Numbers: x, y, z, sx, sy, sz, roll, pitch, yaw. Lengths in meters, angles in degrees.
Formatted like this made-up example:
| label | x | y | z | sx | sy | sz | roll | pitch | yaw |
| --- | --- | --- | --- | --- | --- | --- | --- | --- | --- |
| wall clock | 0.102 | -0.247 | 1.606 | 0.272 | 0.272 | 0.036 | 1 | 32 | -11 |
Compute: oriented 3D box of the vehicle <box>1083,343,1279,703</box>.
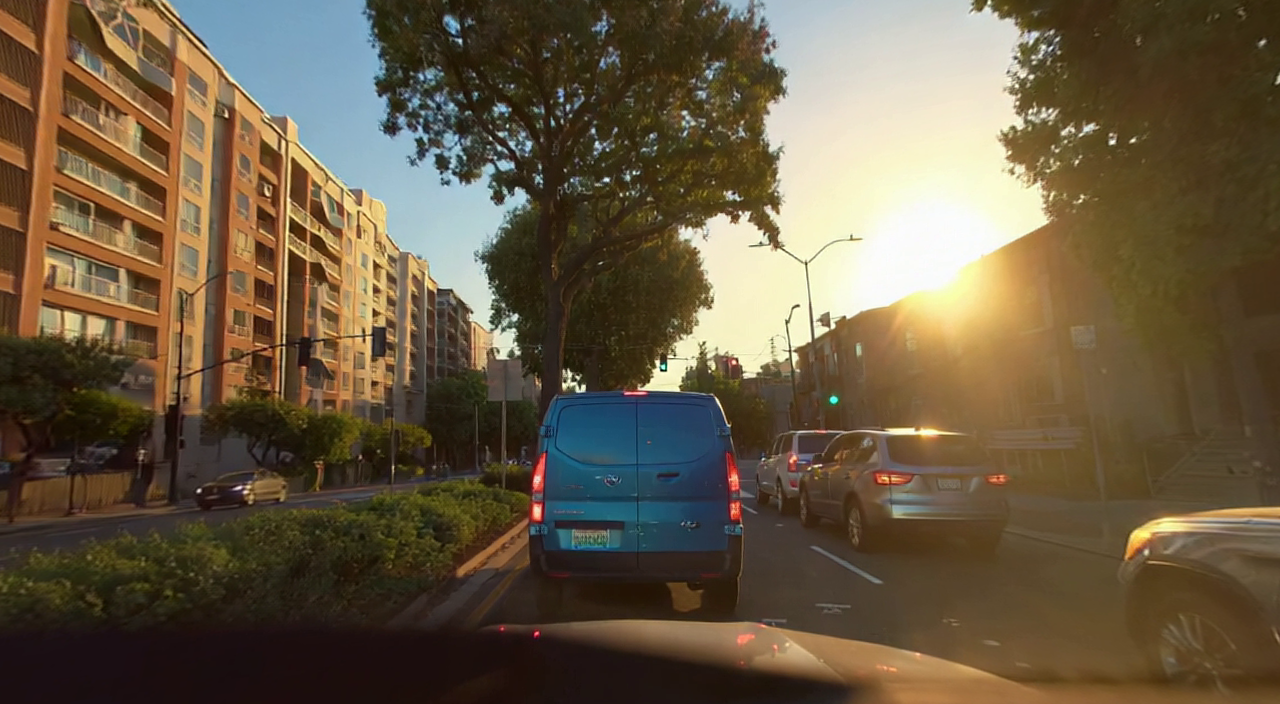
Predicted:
| label | x | y | z | sx | sy | sz | roll | pitch | yaw |
| --- | --- | --- | --- | --- | --- | --- | --- | --- | --- |
| vehicle | 3.805 | 0.695 | 1.742 | 2.157 | 1.748 | 4.130 | 0 | -9 | 1 |

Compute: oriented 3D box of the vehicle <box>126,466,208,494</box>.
| label | x | y | z | sx | sy | sz | roll | pitch | yaw |
| --- | --- | --- | --- | --- | --- | --- | --- | --- | --- |
| vehicle | -33.322 | 9.056 | 44.507 | 4.292 | 1.492 | 1.772 | -6 | -14 | -1 |

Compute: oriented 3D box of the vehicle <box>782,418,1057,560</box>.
| label | x | y | z | sx | sy | sz | roll | pitch | yaw |
| --- | --- | --- | --- | --- | --- | --- | --- | --- | --- |
| vehicle | 3.917 | 2.004 | 10.020 | 2.061 | 1.676 | 4.734 | 0 | -9 | -2 |

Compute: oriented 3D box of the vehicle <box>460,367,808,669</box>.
| label | x | y | z | sx | sy | sz | roll | pitch | yaw |
| --- | --- | --- | --- | --- | --- | --- | --- | --- | --- |
| vehicle | -0.032 | 1.323 | 6.043 | 2.101 | 1.828 | 4.270 | 0 | -9 | 0 |

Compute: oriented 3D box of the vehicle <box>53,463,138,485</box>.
| label | x | y | z | sx | sy | sz | roll | pitch | yaw |
| --- | --- | --- | --- | --- | --- | --- | --- | --- | --- |
| vehicle | -38.483 | 8.633 | 44.619 | 4.396 | 1.458 | 1.809 | -1 | -9 | 2 |

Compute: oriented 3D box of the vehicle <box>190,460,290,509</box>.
| label | x | y | z | sx | sy | sz | roll | pitch | yaw |
| --- | --- | --- | --- | --- | --- | --- | --- | --- | --- |
| vehicle | -14.397 | 4.745 | 23.003 | 1.852 | 1.485 | 4.428 | 2 | -9 | -16 |

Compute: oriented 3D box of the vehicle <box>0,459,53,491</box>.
| label | x | y | z | sx | sy | sz | roll | pitch | yaw |
| --- | --- | --- | --- | --- | --- | --- | --- | --- | --- |
| vehicle | -35.493 | 6.845 | 35.135 | 3.843 | 1.680 | 1.782 | -1 | -9 | 4 |
